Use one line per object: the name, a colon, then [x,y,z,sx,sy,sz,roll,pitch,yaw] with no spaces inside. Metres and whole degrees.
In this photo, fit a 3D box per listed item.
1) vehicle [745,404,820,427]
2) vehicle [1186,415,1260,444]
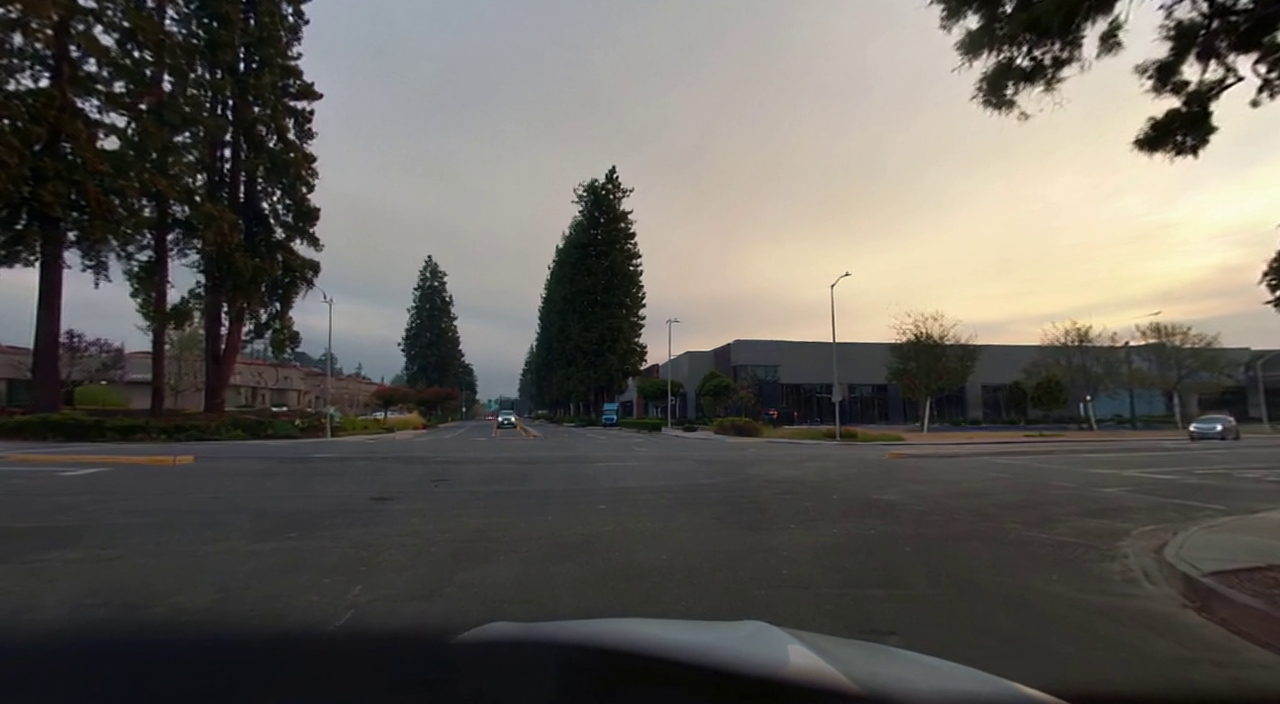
vehicle: [9.837,4.430,43.441,4.674,1.483,1.745,1,-8,-7]
vehicle: [39.472,5.286,42.451,5.333,1.837,2.124,5,-10,-32]
